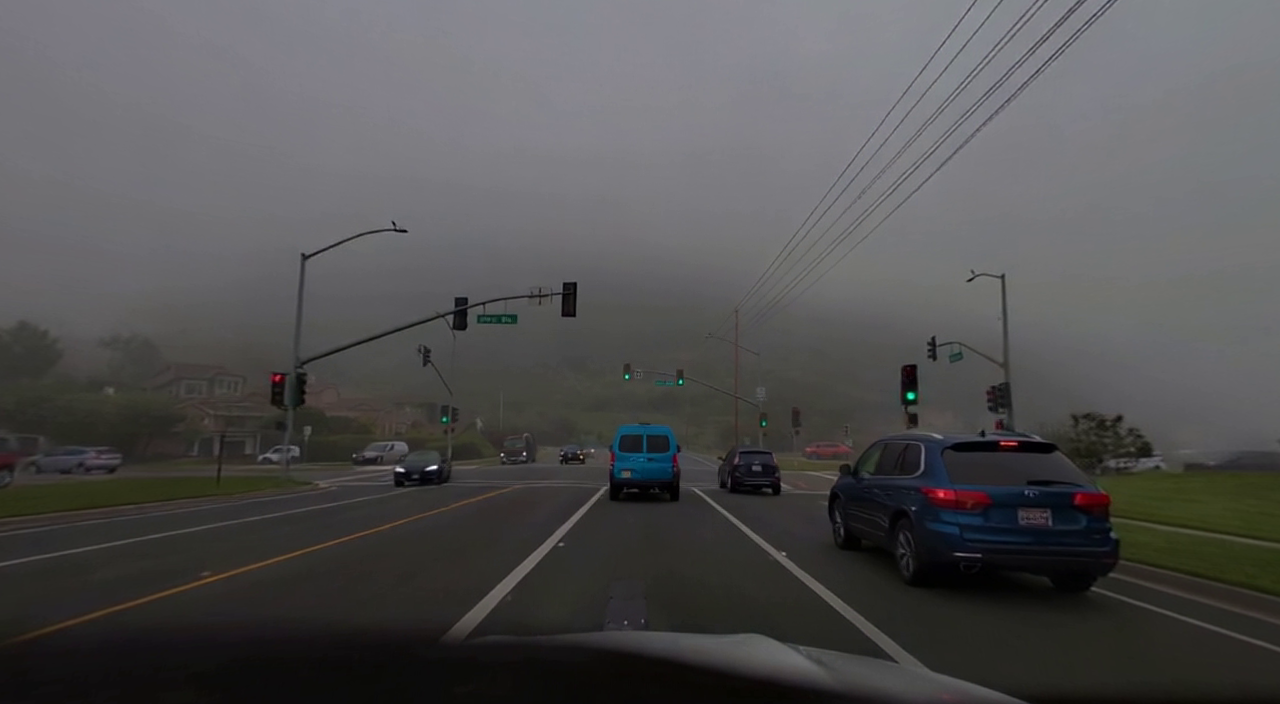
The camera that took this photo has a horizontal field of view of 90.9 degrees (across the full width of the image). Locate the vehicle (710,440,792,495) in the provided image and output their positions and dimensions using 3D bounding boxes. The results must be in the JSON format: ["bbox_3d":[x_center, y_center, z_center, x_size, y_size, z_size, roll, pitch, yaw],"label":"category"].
[{"bbox_3d":[3.620,3.836,21.393,1.957,1.646,4.355,0,-8,0],"label":"vehicle"}]

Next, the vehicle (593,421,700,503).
[{"bbox_3d":[0.193,3.094,18.237,2.636,2.011,5.130,0,-8,1],"label":"vehicle"}]

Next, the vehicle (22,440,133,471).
[{"bbox_3d":[-32.055,5.904,36.024,4.428,1.738,1.886,0,-8,-1],"label":"vehicle"}]

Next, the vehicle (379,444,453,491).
[{"bbox_3d":[-8.531,4.268,23.773,2.005,1.533,4.644,4,-9,-26],"label":"vehicle"}]

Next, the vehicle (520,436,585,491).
[{"bbox_3d":[-3.037,3.965,22.828,2.059,1.749,4.458,1,-8,-5],"label":"vehicle"}]

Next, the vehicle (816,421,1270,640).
[{"bbox_3d":[3.767,1.714,7.279,2.155,1.658,4.721,0,-8,1],"label":"vehicle"}]

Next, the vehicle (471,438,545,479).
[{"bbox_3d":[-6.703,5.286,31.725,1.999,1.864,4.530,6,-10,-34],"label":"vehicle"}]
